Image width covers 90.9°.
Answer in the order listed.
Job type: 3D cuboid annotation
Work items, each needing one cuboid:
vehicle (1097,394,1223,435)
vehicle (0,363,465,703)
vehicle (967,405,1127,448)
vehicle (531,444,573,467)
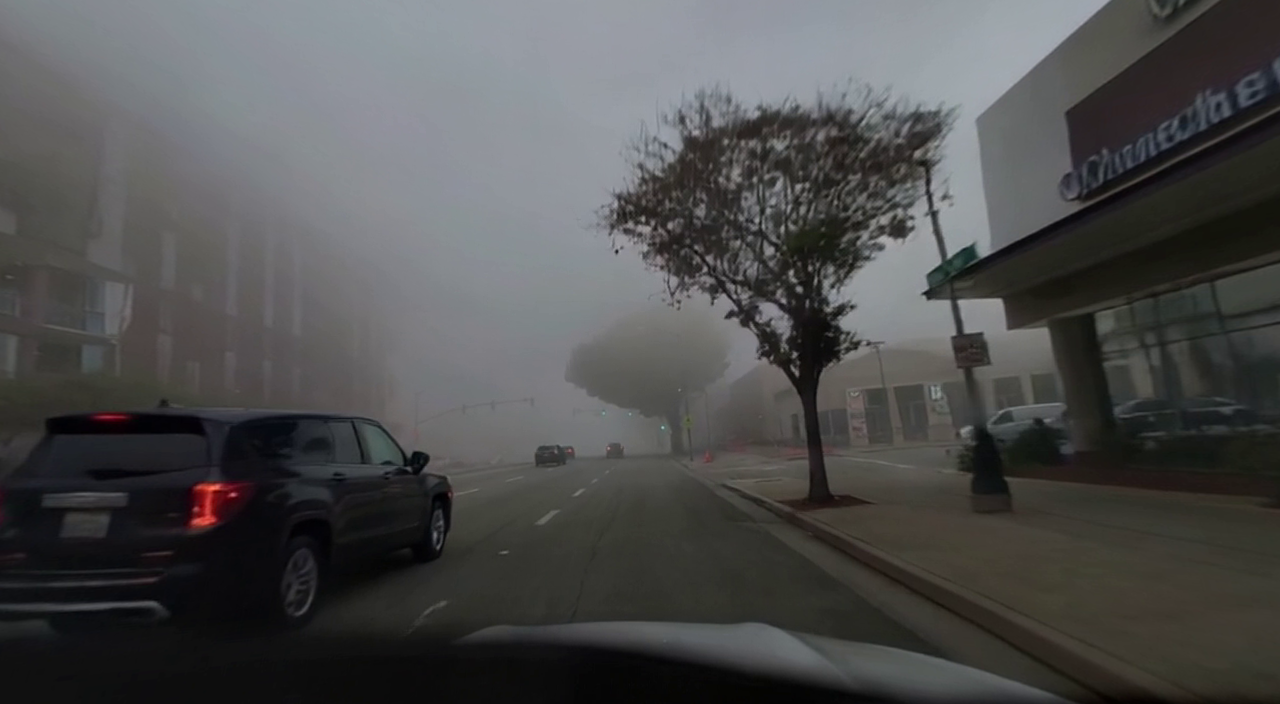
[{"bbox_3d":[24.784,3.079,30.324,1.903,1.700,4.934,-1,-8,1],"label":"vehicle"},{"bbox_3d":[-3.427,1.283,5.601,2.277,1.743,4.893,0,-8,1],"label":"vehicle"},{"bbox_3d":[15.135,2.825,23.656,4.573,1.532,1.983,0,-8,0],"label":"vehicle"},{"bbox_3d":[-5.945,7.025,43.107,2.030,1.488,4.650,-1,-8,2],"label":"vehicle"}]
